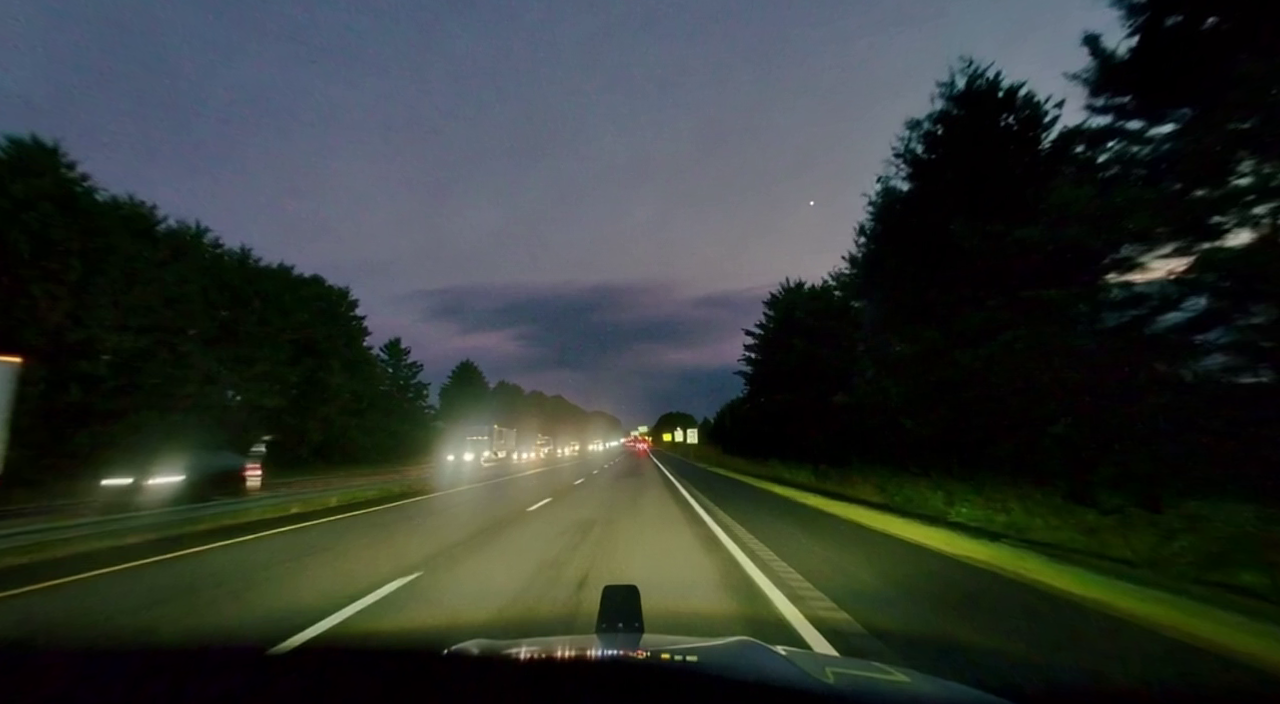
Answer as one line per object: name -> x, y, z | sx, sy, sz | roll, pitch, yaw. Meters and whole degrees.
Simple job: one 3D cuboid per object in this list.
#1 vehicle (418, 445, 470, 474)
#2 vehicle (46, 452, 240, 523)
vehicle -> -12.388, 6.834, 40.142 | 1.904, 1.704, 4.258 | 0, -9, 1
vehicle -> -12.110, 3.265, 15.751 | 1.762, 1.521, 3.738 | 0, -9, 0
